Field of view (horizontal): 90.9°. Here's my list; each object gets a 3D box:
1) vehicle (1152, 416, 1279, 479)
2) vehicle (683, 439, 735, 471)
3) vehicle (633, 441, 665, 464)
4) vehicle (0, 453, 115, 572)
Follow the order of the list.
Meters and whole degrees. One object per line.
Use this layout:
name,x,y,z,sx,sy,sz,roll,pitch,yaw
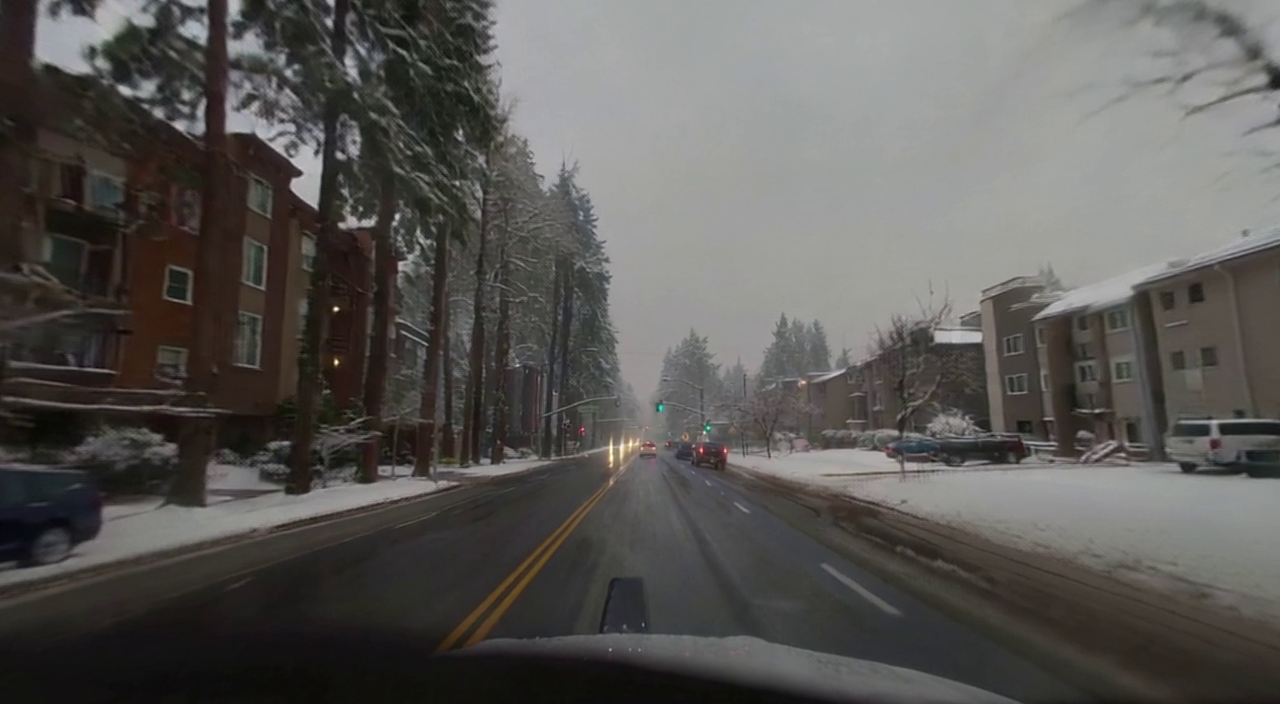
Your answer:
vehicle,19.526,3.081,20.471,4.063,1.912,2.029,1,-9,-6
vehicle,3.464,5.312,32.651,2.078,1.488,4.741,0,-9,-1
vehicle,0.611,6.868,43.296,2.097,1.463,4.043,0,-9,0
vehicle,-9.495,2.171,7.946,1.933,1.498,4.446,-4,-7,1
